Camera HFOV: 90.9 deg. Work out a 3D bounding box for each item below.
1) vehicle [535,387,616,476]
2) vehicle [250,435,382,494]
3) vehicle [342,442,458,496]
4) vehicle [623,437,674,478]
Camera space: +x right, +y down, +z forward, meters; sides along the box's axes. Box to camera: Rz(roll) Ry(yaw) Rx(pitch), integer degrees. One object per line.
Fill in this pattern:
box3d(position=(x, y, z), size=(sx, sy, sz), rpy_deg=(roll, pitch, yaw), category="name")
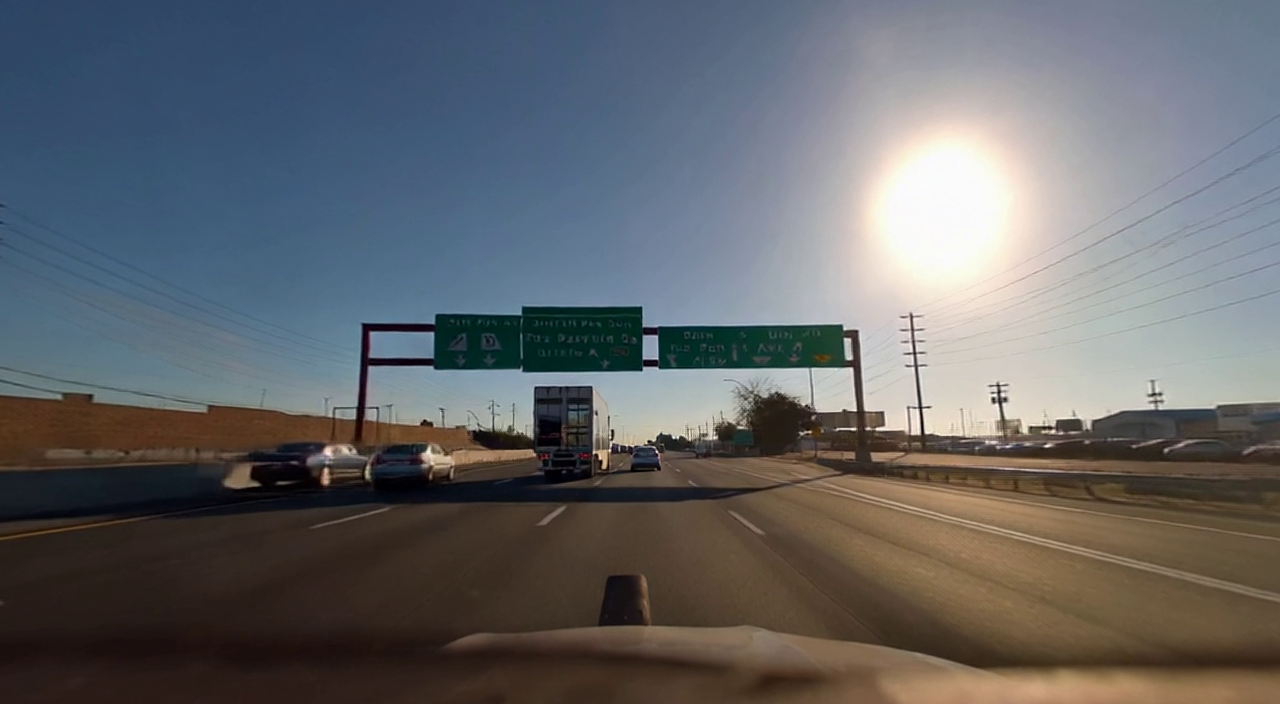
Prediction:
box3d(position=(-3.465, 5.061, 38.891), size=(2.888, 4.308, 16.259), rpy_deg=(0, -8, 1), category="vehicle")
box3d(position=(-10.427, 3.627, 20.740), size=(1.997, 1.692, 4.294), rpy_deg=(0, -8, 1), category="vehicle")
box3d(position=(-7.357, 3.602, 19.851), size=(1.945, 1.482, 4.109), rpy_deg=(0, -8, 2), category="vehicle")
box3d(position=(0.386, 5.129, 30.892), size=(2.279, 1.837, 4.747), rpy_deg=(0, -8, 0), category="vehicle")
